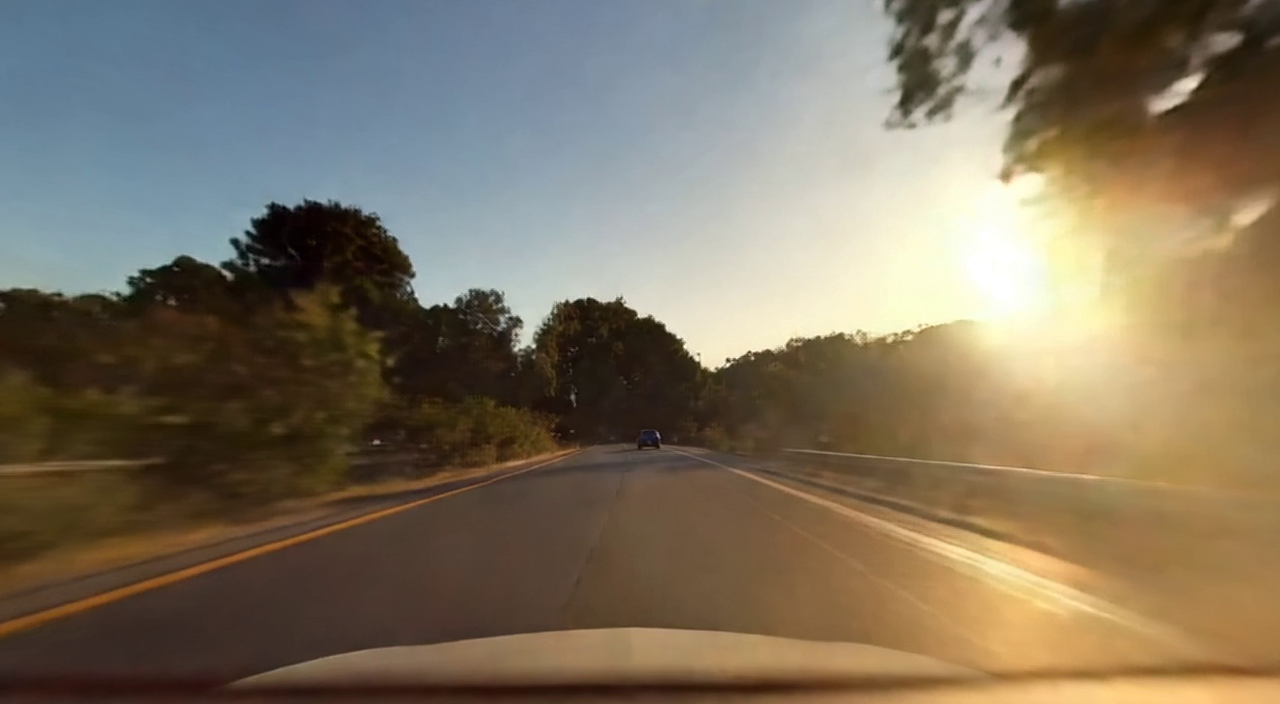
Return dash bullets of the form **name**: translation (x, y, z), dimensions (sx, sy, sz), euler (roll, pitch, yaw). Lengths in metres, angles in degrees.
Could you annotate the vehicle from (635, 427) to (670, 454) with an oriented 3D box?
- **vehicle**: translation (0.816, 6.172, 44.028), dimensions (2.240, 1.801, 4.545), euler (0, -8, -2)
